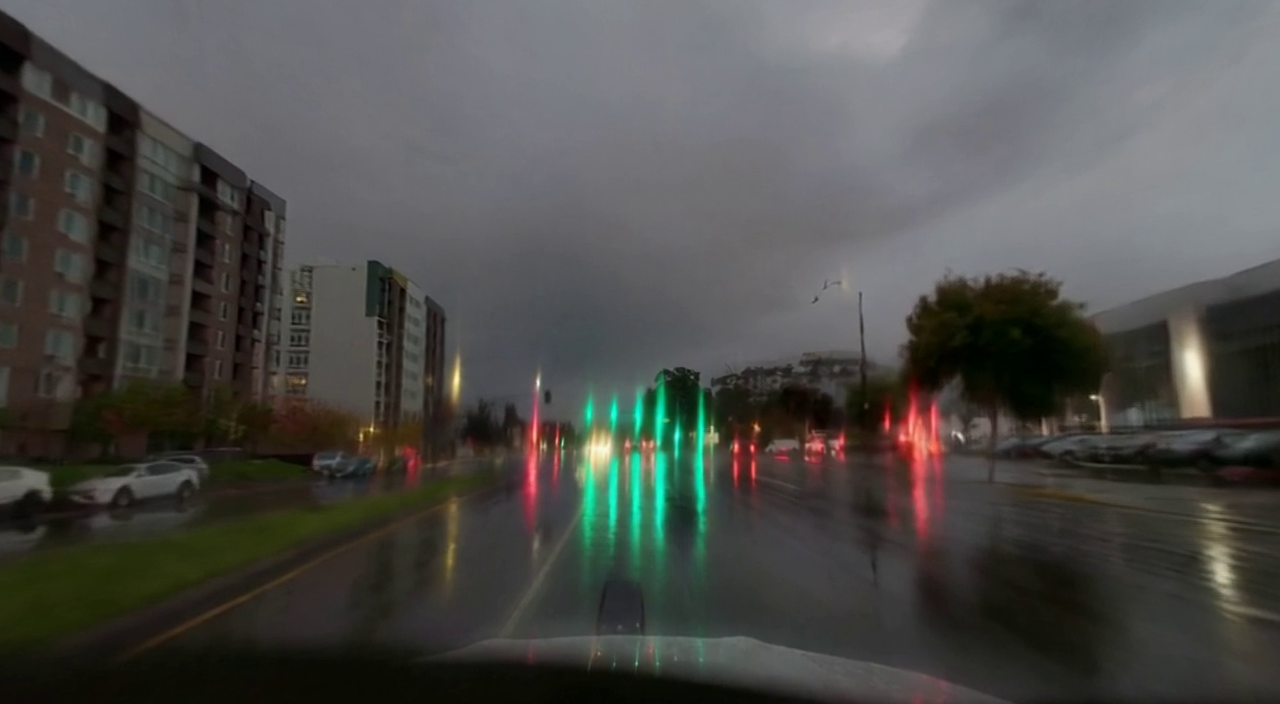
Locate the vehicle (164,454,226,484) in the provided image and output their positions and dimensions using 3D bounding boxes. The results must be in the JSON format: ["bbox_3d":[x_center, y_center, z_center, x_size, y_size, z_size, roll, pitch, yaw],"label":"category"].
[{"bbox_3d":[-25.697,6.749,36.634,2.099,1.561,4.013,4,-9,-24],"label":"vehicle"}]

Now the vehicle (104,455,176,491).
[{"bbox_3d":[-28.088,6.765,35.667,1.959,1.677,4.861,1,-8,-24],"label":"vehicle"}]

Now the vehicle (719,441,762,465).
[{"bbox_3d":[6.468,6.566,41.136,1.992,1.447,4.414,1,-9,-1],"label":"vehicle"}]

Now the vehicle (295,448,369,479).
[{"bbox_3d":[-18.672,6.743,38.606,2.047,1.756,4.844,0,-9,0],"label":"vehicle"}]

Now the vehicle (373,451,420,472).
[{"bbox_3d":[-18.742,8.422,48.859,1.861,1.499,4.605,0,-9,-1],"label":"vehicle"}]
